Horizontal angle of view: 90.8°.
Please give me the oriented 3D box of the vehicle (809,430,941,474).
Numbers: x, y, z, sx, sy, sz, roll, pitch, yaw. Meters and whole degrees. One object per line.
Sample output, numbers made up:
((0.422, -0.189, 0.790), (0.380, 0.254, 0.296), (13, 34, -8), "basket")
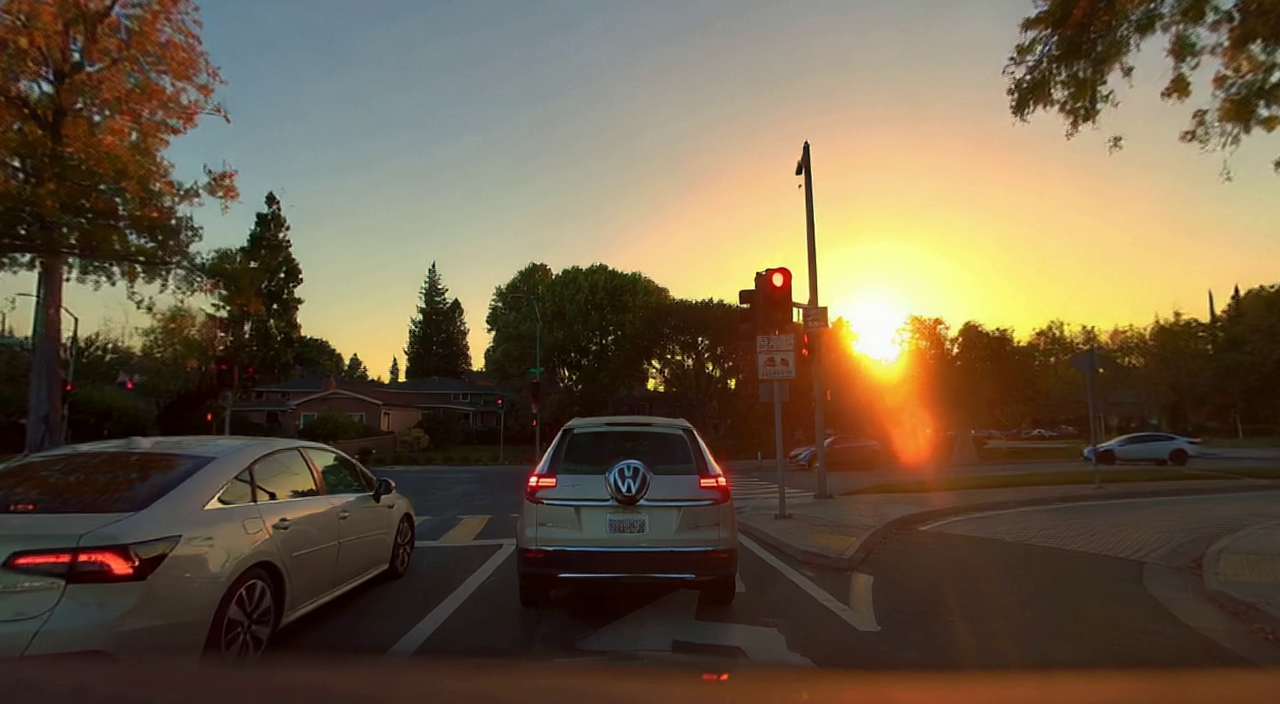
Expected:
((9.930, 4.281, 27.098), (4.887, 1.769, 2.035), (-1, -9, 6), "vehicle")

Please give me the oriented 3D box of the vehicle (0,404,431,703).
((-3.290, 1.281, 4.725), (2.035, 1.492, 4.415), (0, -9, -2), "vehicle")

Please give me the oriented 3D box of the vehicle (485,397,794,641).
((-0.143, 1.468, 6.563), (2.154, 1.670, 4.140), (1, -9, -4), "vehicle")

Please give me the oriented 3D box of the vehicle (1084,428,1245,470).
((21.339, 3.961, 25.881), (4.670, 1.616, 1.926), (-1, -9, 6), "vehicle")
